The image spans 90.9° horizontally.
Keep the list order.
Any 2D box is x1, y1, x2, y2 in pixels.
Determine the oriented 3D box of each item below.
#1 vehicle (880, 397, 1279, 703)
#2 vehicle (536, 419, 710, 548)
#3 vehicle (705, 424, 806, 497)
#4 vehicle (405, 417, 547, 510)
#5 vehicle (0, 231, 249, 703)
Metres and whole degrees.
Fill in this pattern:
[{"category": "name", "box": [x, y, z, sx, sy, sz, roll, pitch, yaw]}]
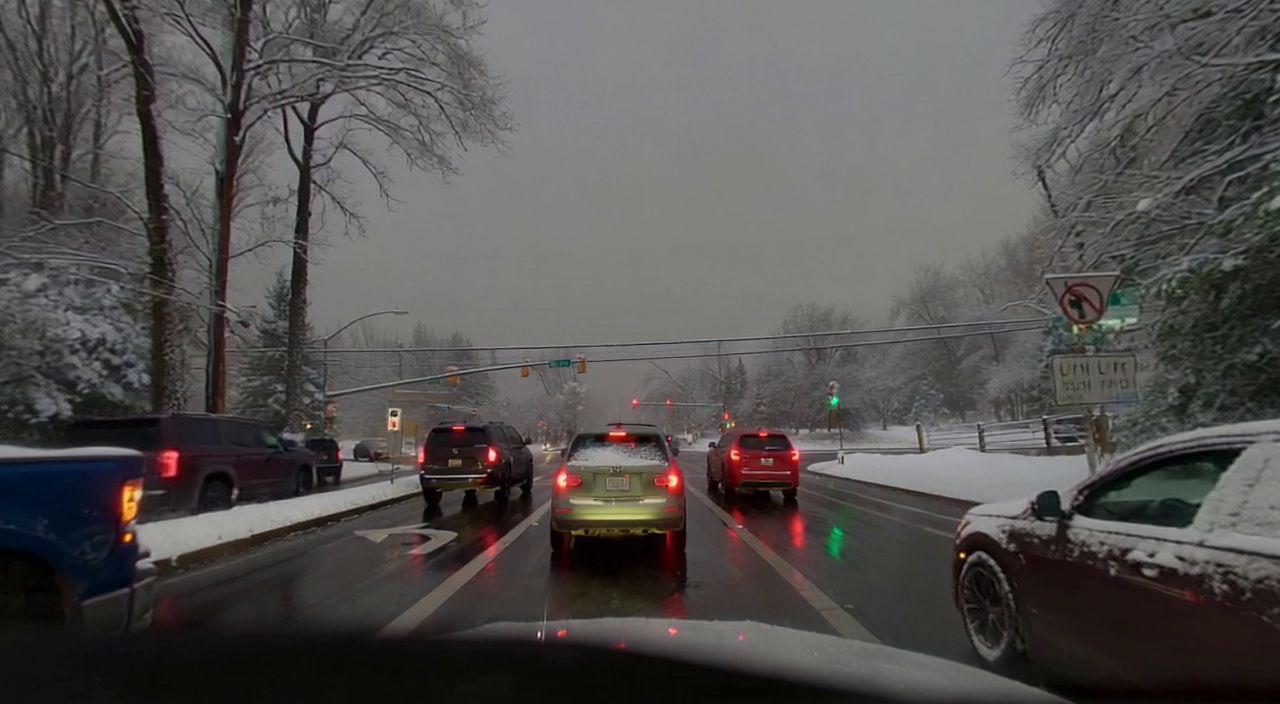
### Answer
[{"category": "vehicle", "box": [3.013, 1.033, 3.019, 1.874, 1.477, 4.698, 0, -8, 0]}, {"category": "vehicle", "box": [-0.223, 1.938, 9.890, 2.194, 1.607, 3.690, 0, -8, 0]}, {"category": "vehicle", "box": [3.184, 3.114, 18.434, 2.102, 1.841, 4.587, 0, -8, 0]}, {"category": "vehicle", "box": [-3.637, 2.572, 14.979, 2.089, 1.857, 4.488, 0, -8, 1]}, {"category": "vehicle", "box": [-3.469, 0.374, 0.444, 2.656, 2.021, 5.800, 0, -8, 0]}]
